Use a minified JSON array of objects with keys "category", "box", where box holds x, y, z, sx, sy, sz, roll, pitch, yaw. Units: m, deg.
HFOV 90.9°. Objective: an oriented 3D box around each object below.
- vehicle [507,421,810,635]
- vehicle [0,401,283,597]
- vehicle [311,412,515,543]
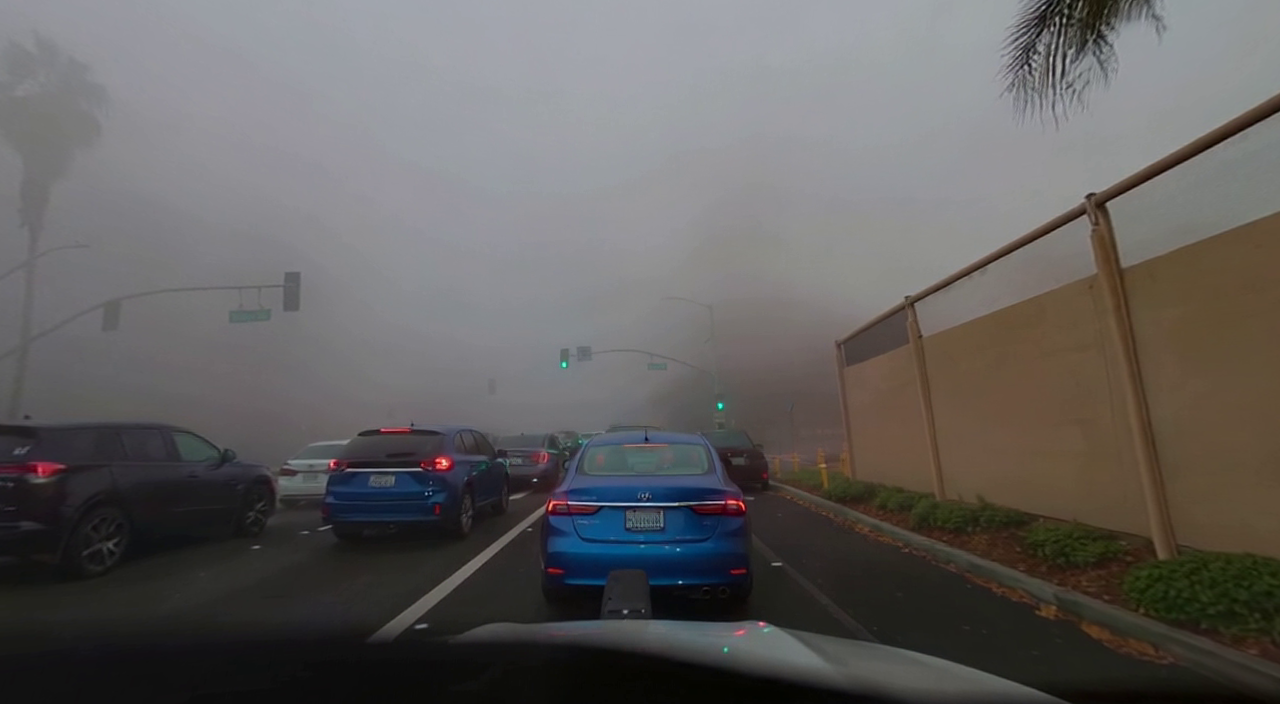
[{"category":"vehicle","box":[0.062,1.554,6.633,2.128,1.473,4.272,0,-8,-2]},{"category":"vehicle","box":[-6.680,1.627,7.817,1.963,1.721,4.467,0,-8,-2]},{"category":"vehicle","box":[-3.481,2.003,10.672,2.007,1.746,4.136,0,-8,-2]}]
